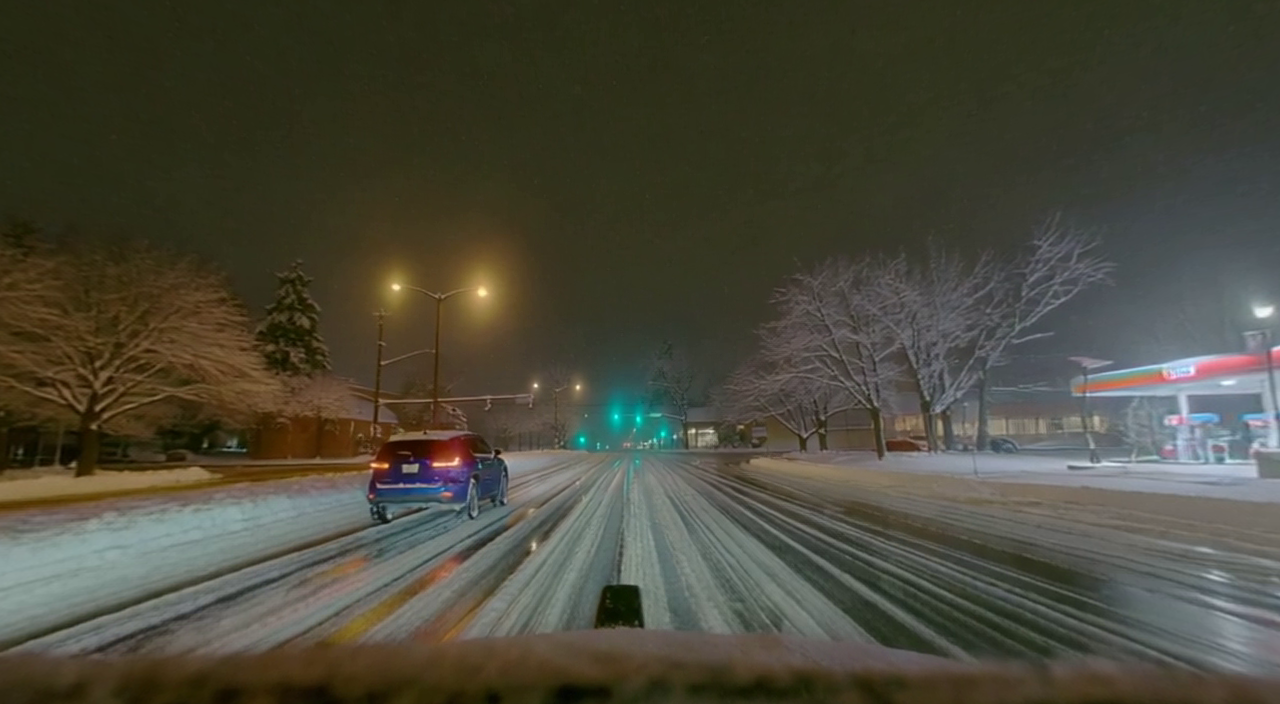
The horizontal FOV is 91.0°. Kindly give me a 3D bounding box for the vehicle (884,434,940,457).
[{"bbox_3d":[18.255,6.291,42.430,1.831,1.442,5.072,-1,-9,4],"label":"vehicle"}]

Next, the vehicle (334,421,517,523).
[{"bbox_3d":[-3.986,2.323,12.716,2.039,1.656,4.710,0,-8,0],"label":"vehicle"}]
